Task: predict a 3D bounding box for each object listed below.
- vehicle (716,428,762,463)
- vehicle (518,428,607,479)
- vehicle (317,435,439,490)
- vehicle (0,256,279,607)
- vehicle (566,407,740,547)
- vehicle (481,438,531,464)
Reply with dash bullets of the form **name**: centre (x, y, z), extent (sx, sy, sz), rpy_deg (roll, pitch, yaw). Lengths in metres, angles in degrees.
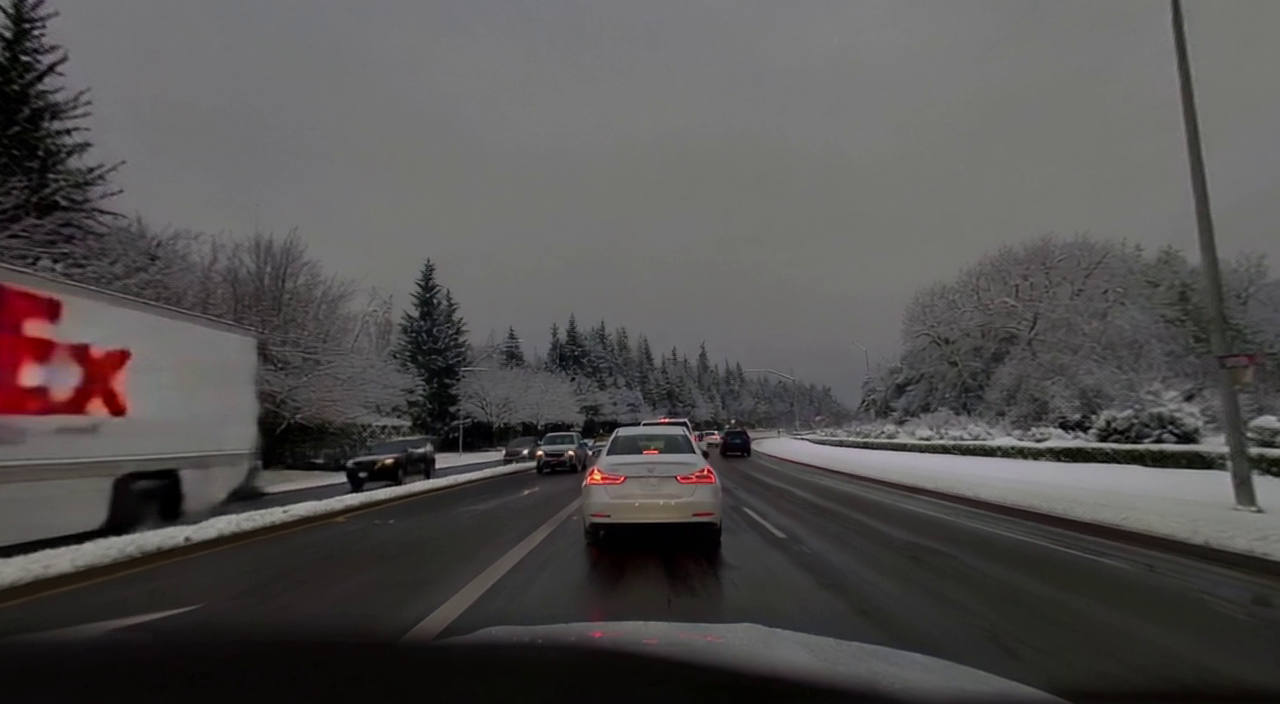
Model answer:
- **vehicle**: centre (5.503, 5.265, 35.625), extent (2.155, 1.786, 4.459), rpy_deg (-1, -8, 3)
- **vehicle**: centre (-2.837, 3.899, 24.487), extent (2.057, 1.786, 4.725), rpy_deg (-2, -8, 11)
- **vehicle**: centre (-9.429, 3.999, 23.259), extent (2.039, 1.769, 4.911), rpy_deg (-1, -8, 5)
- **vehicle**: centre (-7.612, 0.698, 5.557), extent (2.961, 3.316, 9.483), rpy_deg (-1, -8, 2)
- **vehicle**: centre (0.181, 1.851, 9.960), extent (2.154, 1.710, 4.128), rpy_deg (0, -8, 1)
- **vehicle**: centre (-9.077, 6.752, 43.168), extent (2.005, 1.701, 4.355), rpy_deg (-1, -8, 7)
